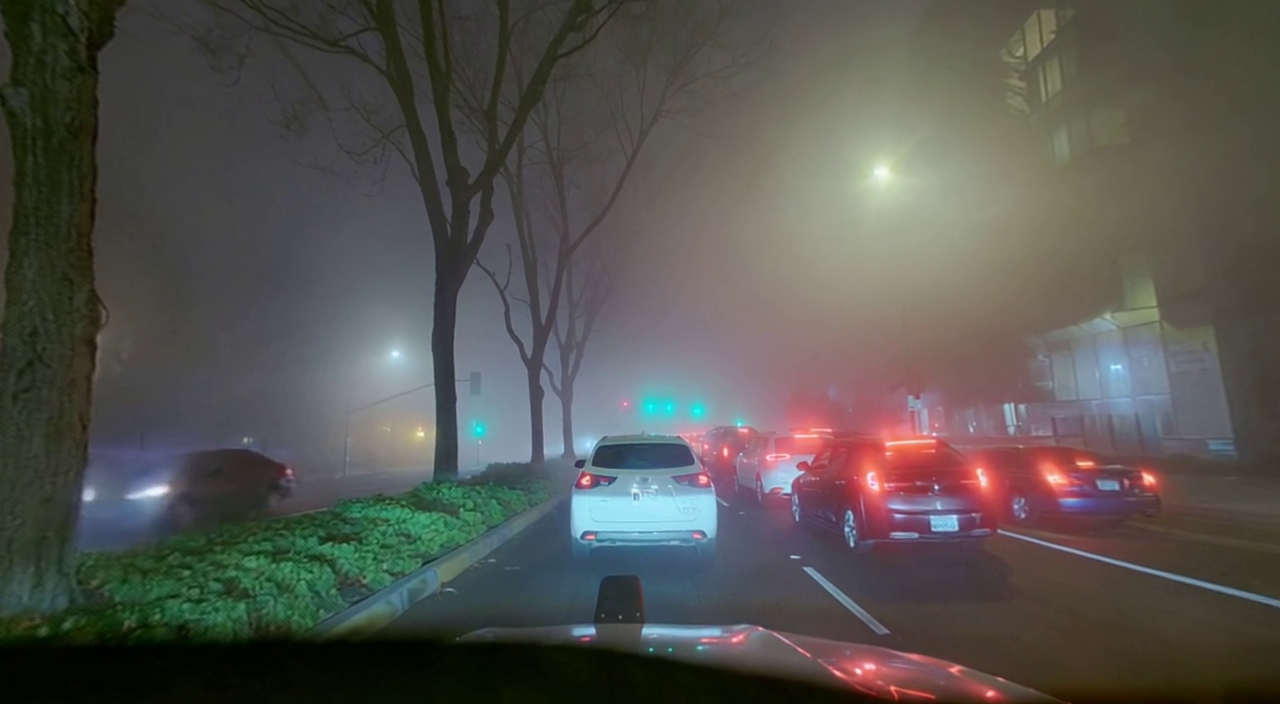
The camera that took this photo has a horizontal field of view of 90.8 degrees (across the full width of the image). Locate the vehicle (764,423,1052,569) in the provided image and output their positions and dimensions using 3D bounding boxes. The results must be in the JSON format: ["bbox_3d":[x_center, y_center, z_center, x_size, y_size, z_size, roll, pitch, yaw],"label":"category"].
[{"bbox_3d":[3.228,1.824,8.859,1.995,1.483,4.533,0,-8,-1],"label":"vehicle"}]

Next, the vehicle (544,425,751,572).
[{"bbox_3d":[0.034,1.799,8.570,2.105,1.474,4.127,0,-8,-1],"label":"vehicle"}]

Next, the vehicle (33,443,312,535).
[{"bbox_3d":[-9.184,2.682,13.175,2.000,1.519,4.964,0,-8,0],"label":"vehicle"}]

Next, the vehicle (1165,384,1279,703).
[{"bbox_3d":[3.210,0.577,0.256,1.982,1.491,4.664,0,-8,0],"label":"vehicle"}]
